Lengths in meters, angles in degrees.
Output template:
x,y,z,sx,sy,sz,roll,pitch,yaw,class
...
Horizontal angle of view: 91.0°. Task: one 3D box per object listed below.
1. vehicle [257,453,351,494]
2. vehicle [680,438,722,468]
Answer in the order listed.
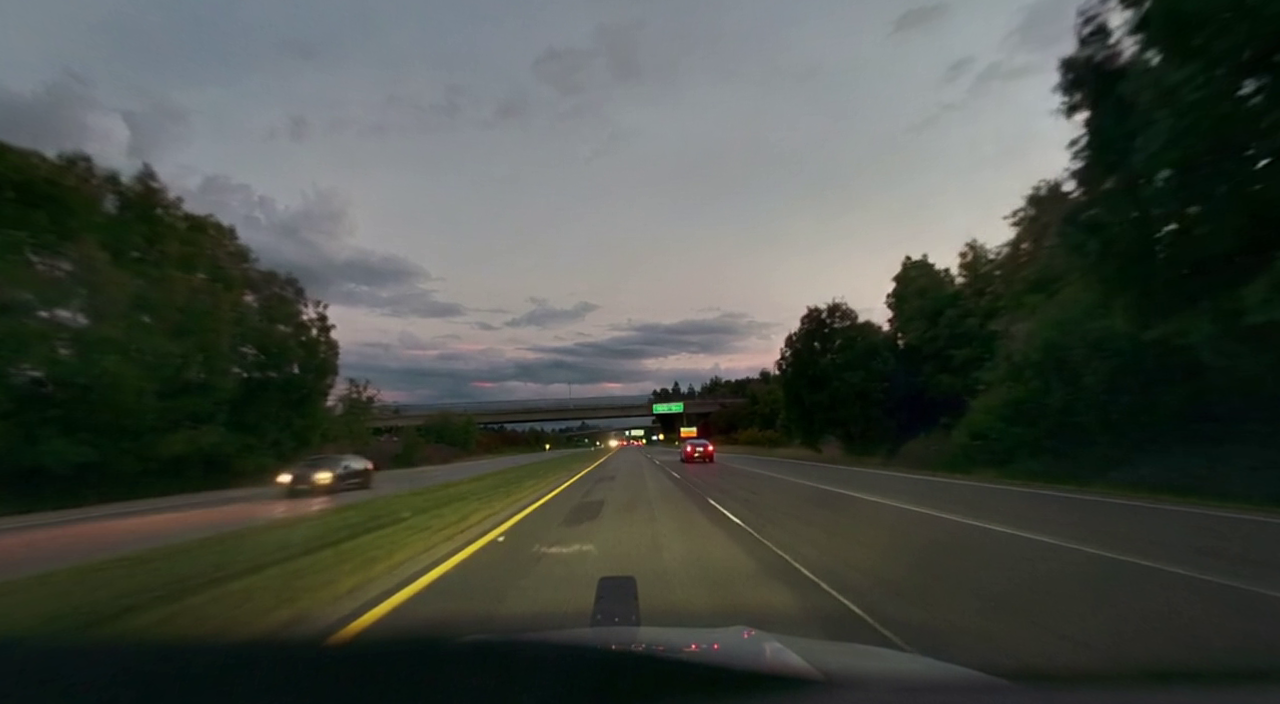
x,y,z,sx,sy,sz,roll,pitch,yaw,class
-13.313,4.802,25.185,1.742,1.430,3.733,0,-8,-1,vehicle
3.190,5.369,33.673,1.781,1.470,3.540,0,-8,-2,vehicle
